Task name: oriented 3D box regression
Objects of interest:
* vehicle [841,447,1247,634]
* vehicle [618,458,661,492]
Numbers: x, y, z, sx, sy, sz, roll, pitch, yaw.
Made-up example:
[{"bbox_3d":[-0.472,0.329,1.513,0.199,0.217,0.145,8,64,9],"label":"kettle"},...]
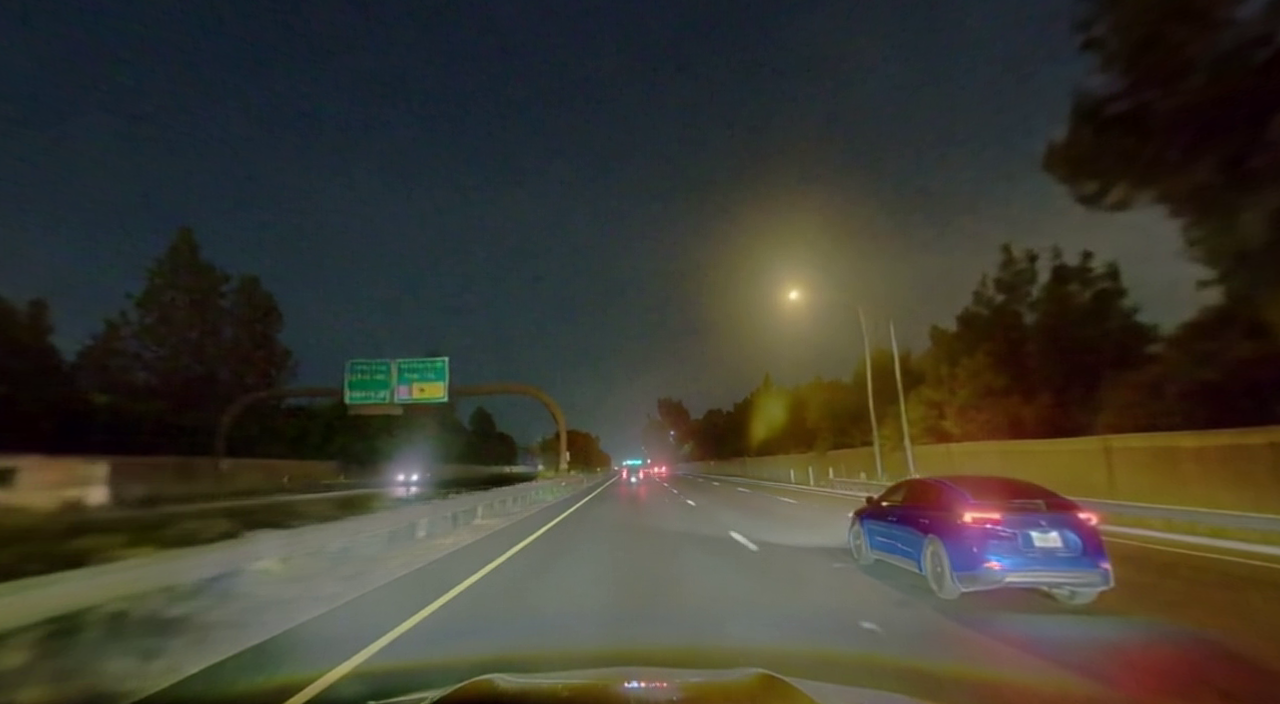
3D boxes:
[{"bbox_3d":[3.981,1.932,7.264,1.938,1.494,4.032,1,-11,-1],"label":"vehicle"},{"bbox_3d":[-0.043,6.371,32.630,2.037,1.605,3.833,1,-11,-1],"label":"vehicle"}]
